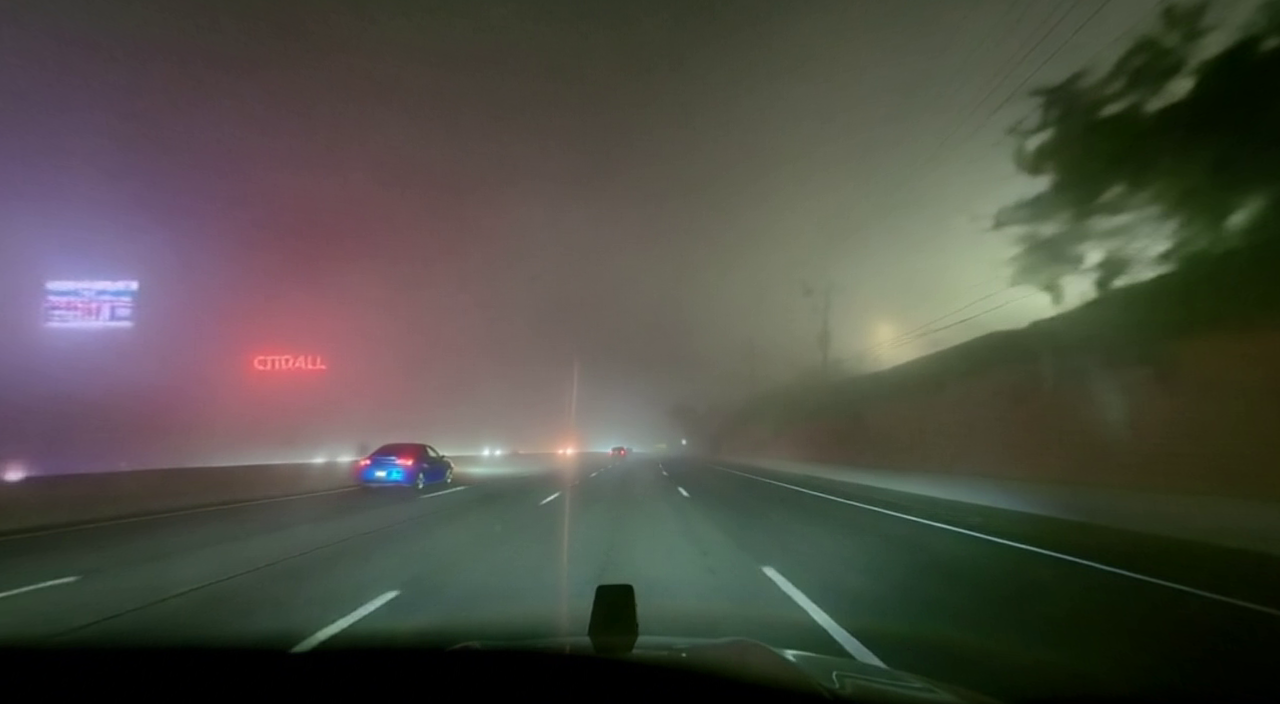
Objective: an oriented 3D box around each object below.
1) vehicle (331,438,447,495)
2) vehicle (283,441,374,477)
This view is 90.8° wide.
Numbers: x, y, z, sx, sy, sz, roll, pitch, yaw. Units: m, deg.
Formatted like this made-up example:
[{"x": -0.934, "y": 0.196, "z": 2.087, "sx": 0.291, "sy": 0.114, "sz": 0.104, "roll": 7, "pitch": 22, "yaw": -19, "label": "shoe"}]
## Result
[{"x": -7.711, "y": 3.536, "z": 19.897, "sx": 2.013, "sy": 1.574, "sz": 3.923, "roll": 0, "pitch": -8, "yaw": 0, "label": "vehicle"}, {"x": -14.374, "y": 4.942, "z": 29.484, "sx": 1.944, "sy": 1.560, "sz": 4.445, "roll": 0, "pitch": -8, "yaw": 1, "label": "vehicle"}]
